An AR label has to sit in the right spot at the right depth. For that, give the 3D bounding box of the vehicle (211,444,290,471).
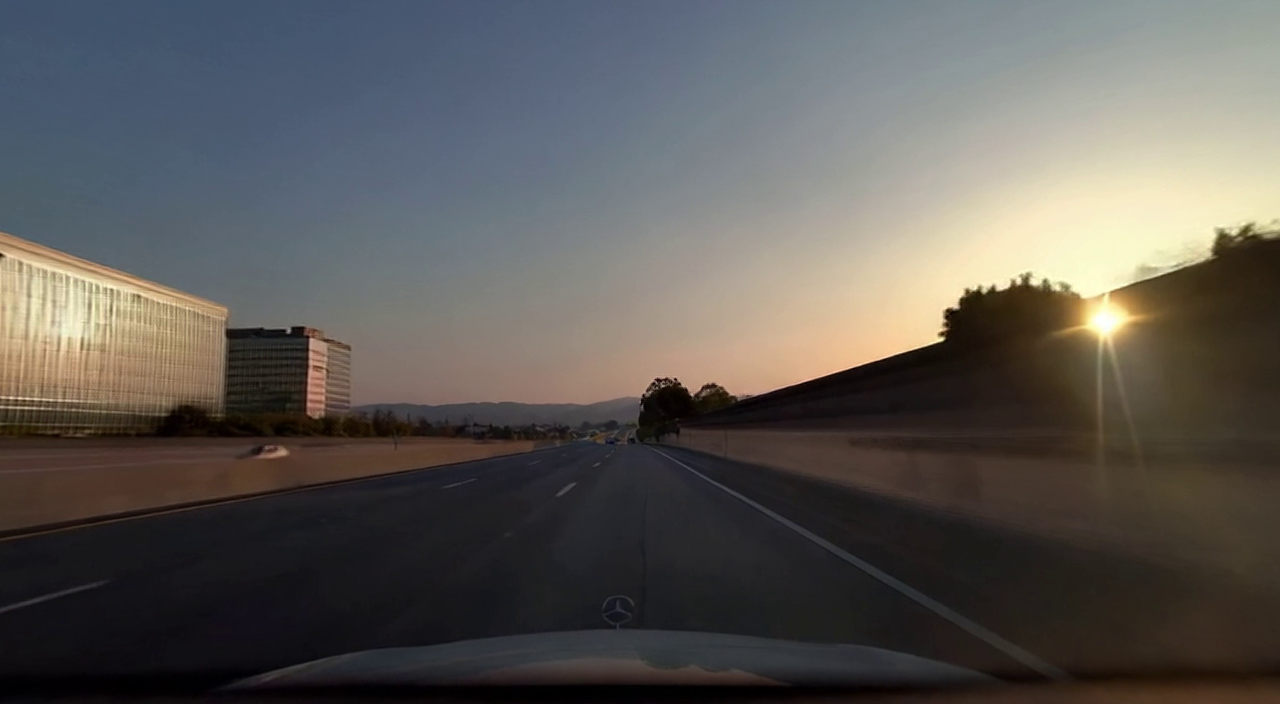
[{"bbox_3d":[-23.861,6.447,38.697,1.910,1.536,4.502,0,-8,1],"label":"vehicle"}]
